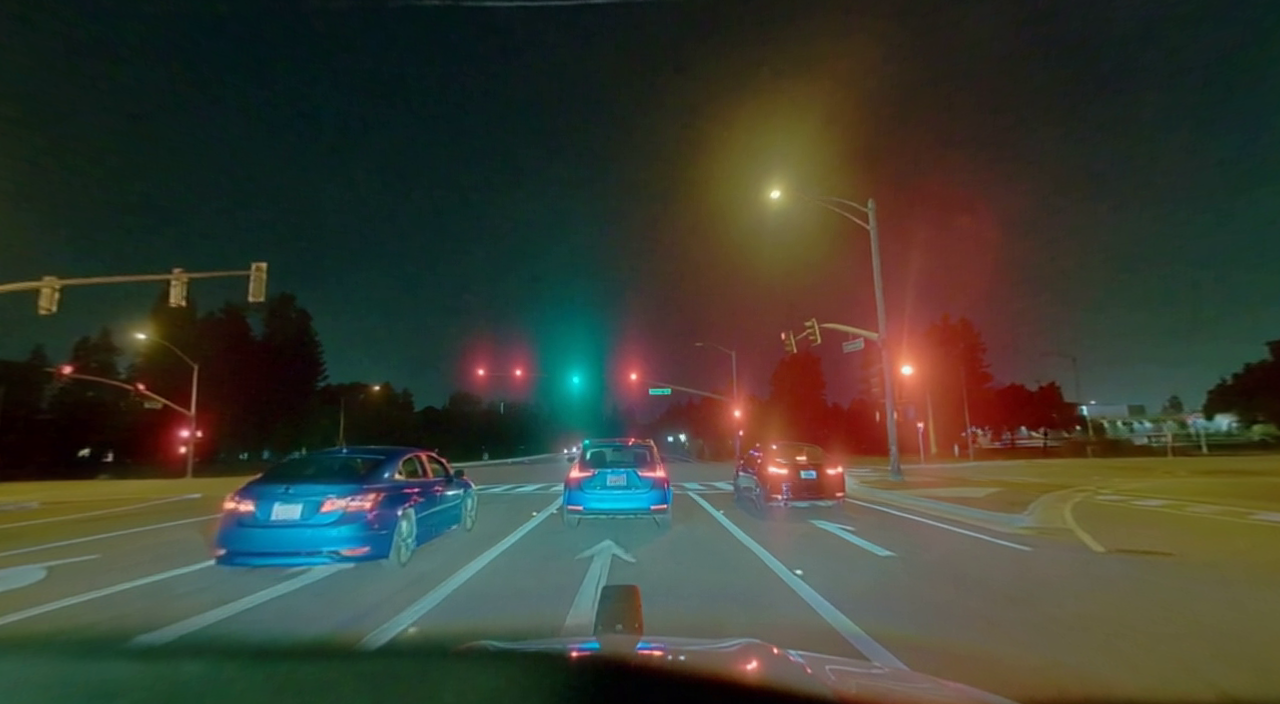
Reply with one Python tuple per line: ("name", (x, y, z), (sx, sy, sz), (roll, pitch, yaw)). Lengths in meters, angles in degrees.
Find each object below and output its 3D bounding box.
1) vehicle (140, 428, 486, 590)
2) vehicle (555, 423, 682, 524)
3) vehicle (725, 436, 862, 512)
("vehicle", (-3.582, 1.787, 8.146), (2.052, 1.472, 4.479), (0, -8, 0))
("vehicle", (-0.353, 2.255, 12.208), (2.038, 1.599, 3.844), (0, -8, 0))
("vehicle", (3.274, 2.694, 14.488), (1.970, 1.449, 4.433), (0, -8, -1))
